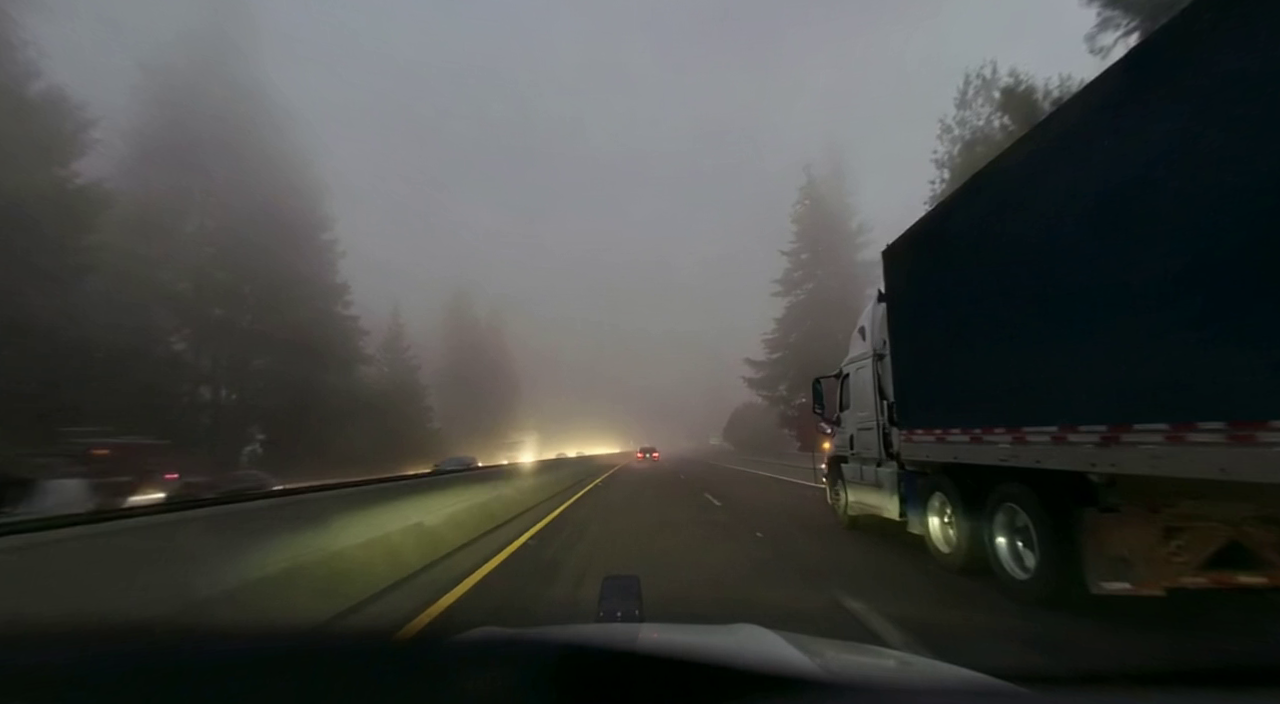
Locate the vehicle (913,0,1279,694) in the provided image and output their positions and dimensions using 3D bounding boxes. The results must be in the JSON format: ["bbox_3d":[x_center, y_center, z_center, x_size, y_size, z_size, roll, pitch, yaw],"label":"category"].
[{"bbox_3d":[4.742,-0.679,0.233,2.833,3.888,14.000,0,-9,-1],"label":"vehicle"}]

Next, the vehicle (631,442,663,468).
[{"bbox_3d":[0.498,7.056,43.078,2.098,1.692,4.038,0,-9,0],"label":"vehicle"}]

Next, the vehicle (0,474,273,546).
[{"bbox_3d":[-13.199,3.698,15.555,2.836,1.034,8.894,0,-9,1],"label":"vehicle"}]

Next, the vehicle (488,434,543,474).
[{"bbox_3d":[-8.923,7.425,45.758,2.380,2.679,7.252,-1,-9,1],"label":"vehicle"}]

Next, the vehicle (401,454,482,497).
[{"bbox_3d":[-7.756,4.829,24.867,1.876,1.494,3.756,-1,-9,2],"label":"vehicle"}]

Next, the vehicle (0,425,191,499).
[{"bbox_3d":[-13.093,2.581,14.467,1.880,1.405,4.741,-3,-10,2],"label":"vehicle"}]
